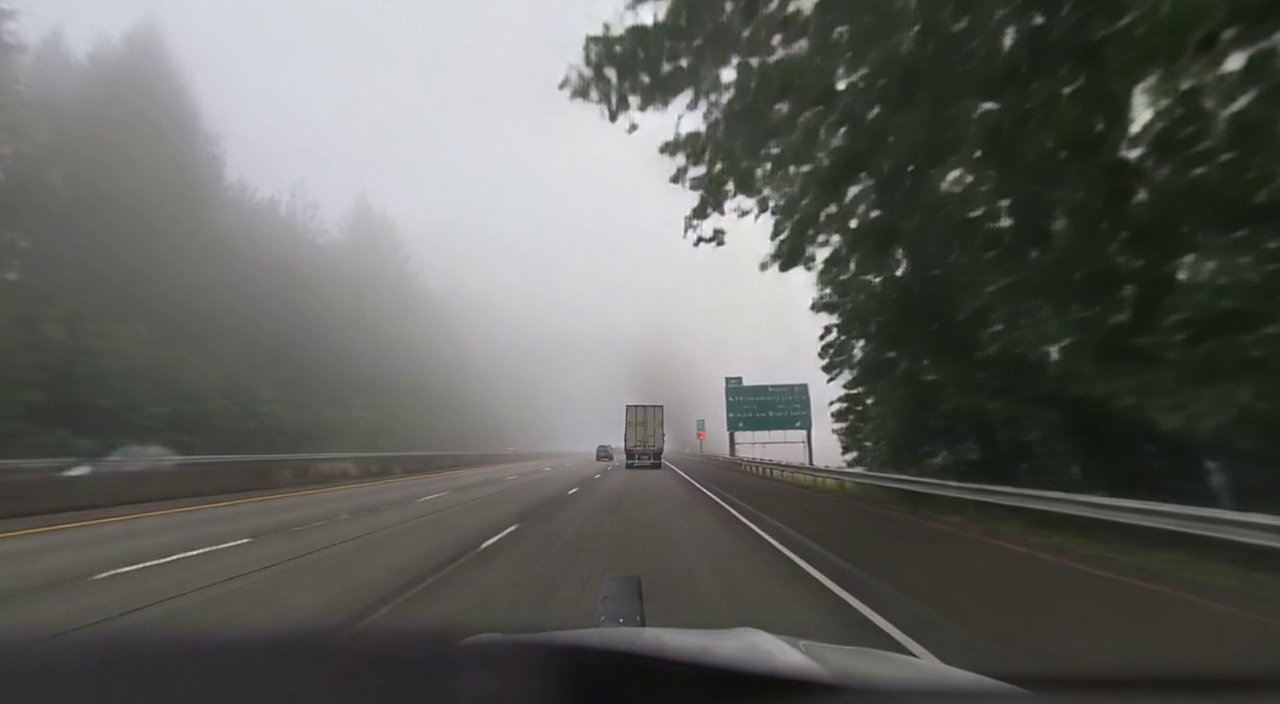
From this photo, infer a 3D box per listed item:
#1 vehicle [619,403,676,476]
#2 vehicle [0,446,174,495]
[{"bbox_3d":[0.231,5.582,39.413,2.976,3.800,12.335,0,-9,-1],"label":"vehicle"},{"bbox_3d":[-18.685,4.010,21.658,1.851,1.475,4.593,0,-9,-1],"label":"vehicle"}]
